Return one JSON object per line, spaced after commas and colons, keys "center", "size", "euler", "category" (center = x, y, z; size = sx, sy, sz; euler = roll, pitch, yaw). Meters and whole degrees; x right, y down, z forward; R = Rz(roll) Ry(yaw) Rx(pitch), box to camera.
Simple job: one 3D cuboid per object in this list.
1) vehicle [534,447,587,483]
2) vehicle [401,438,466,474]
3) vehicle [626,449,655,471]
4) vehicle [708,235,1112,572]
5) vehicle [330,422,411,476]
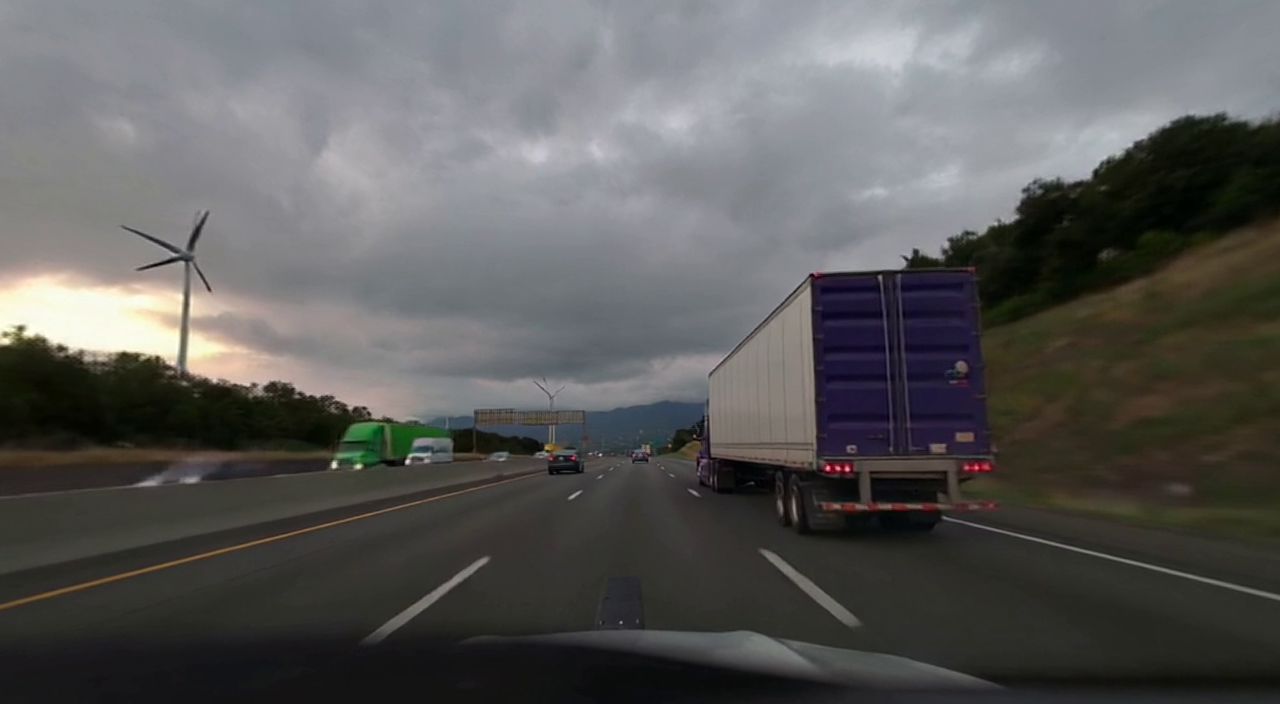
{"center": [-3.622, 5.221, 29.465], "size": [1.952, 1.521, 4.095], "euler": [0, -9, 0], "category": "vehicle"}
{"center": [-15.608, 7.896, 48.257], "size": [2.615, 2.529, 6.897], "euler": [0, -9, 1], "category": "vehicle"}
{"center": [0.009, 7.416, 43.550], "size": [1.931, 1.453, 3.695], "euler": [0, -9, -1], "category": "vehicle"}
{"center": [3.836, 1.565, 14.189], "size": [2.947, 3.989, 13.568], "euler": [0, -9, -1], "category": "vehicle"}
{"center": [-19.659, 7.134, 46.533], "size": [3.082, 3.667, 6.615], "euler": [0, -9, -1], "category": "vehicle"}
